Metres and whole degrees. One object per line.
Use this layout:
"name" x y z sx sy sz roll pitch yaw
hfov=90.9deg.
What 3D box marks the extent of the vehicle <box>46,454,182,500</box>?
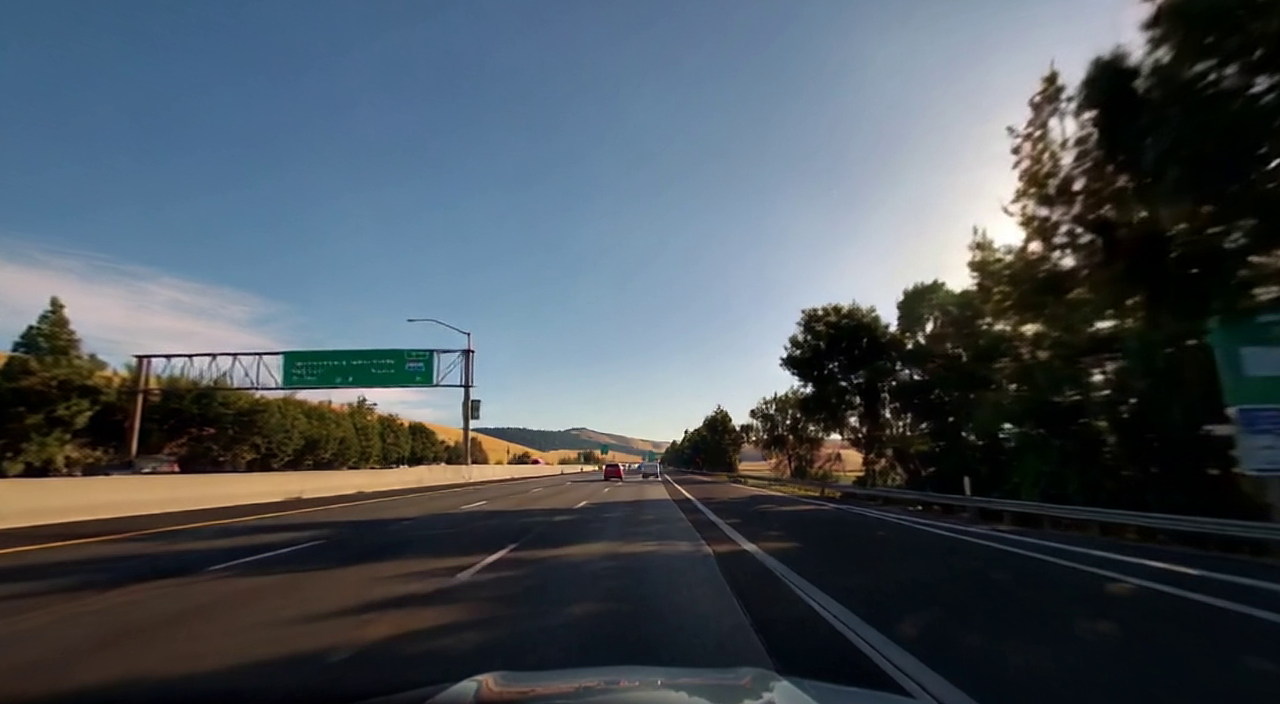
"vehicle" -22.467 5.360 27.200 1.906 1.774 4.441 1 -10 1
